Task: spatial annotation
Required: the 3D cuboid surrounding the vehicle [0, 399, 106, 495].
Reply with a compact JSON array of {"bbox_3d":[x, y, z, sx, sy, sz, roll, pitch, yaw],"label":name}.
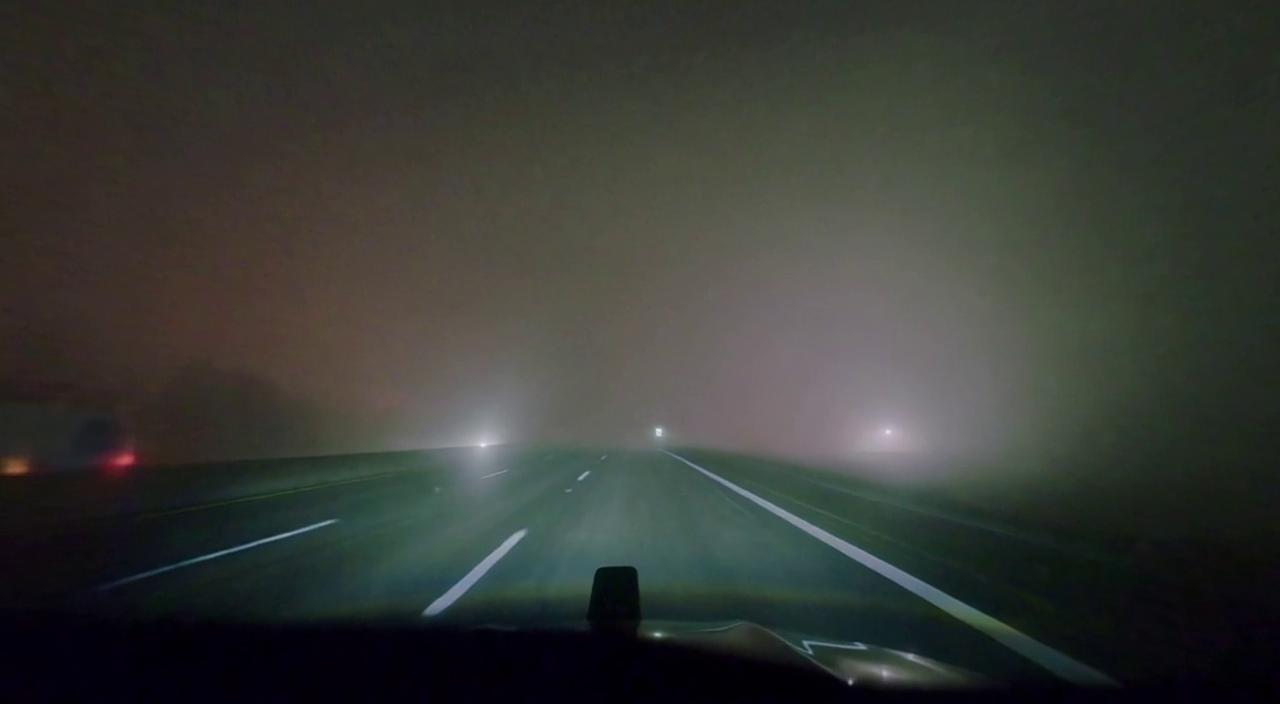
[{"bbox_3d":[-23.451,2.989,19.552,3.053,3.257,12.376,0,-8,-1],"label":"vehicle"}]
